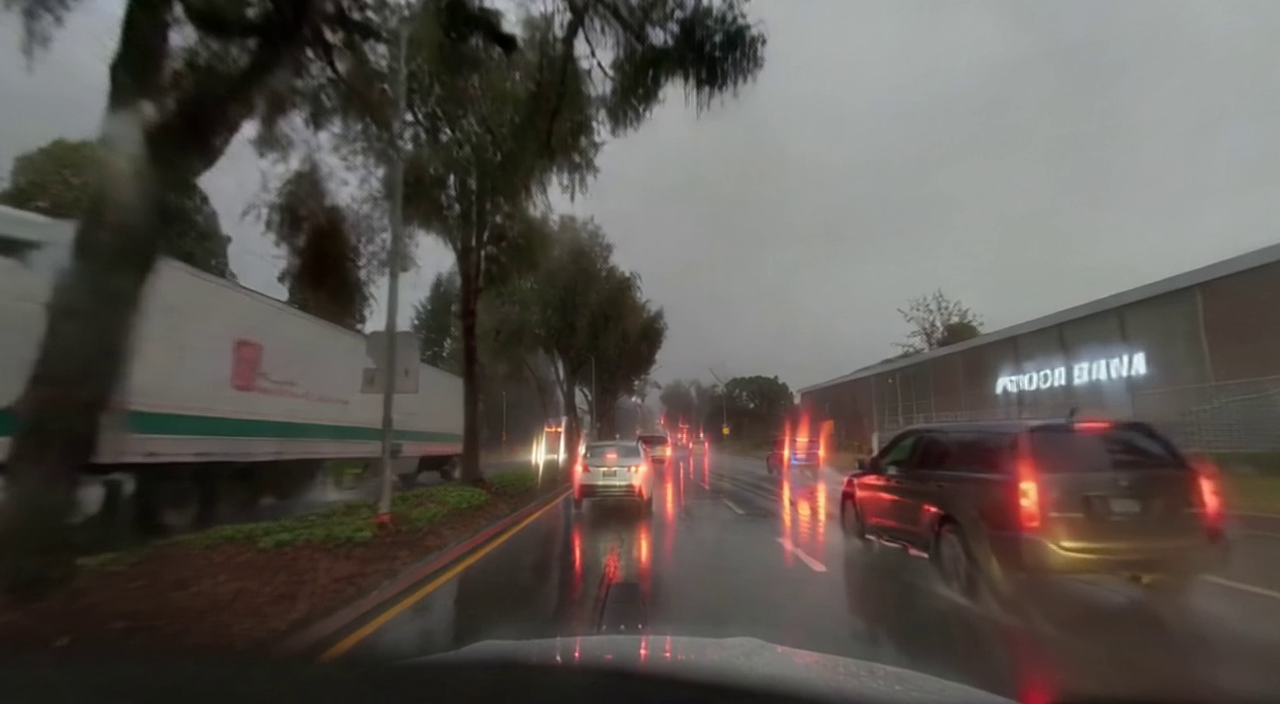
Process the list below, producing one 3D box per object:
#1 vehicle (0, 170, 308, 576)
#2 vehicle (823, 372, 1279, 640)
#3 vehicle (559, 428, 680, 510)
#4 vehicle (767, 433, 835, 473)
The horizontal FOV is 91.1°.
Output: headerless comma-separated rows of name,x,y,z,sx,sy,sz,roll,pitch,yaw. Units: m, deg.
vehicle,-8.198,0.549,8.757,3.021,4.215,7.024,0,-9,1
vehicle,3.635,1.350,6.484,2.090,1.763,4.560,0,-9,0
vehicle,-0.404,2.545,14.071,2.315,1.563,4.080,0,-9,0
vehicle,7.693,4.873,30.437,2.090,1.768,4.407,0,-9,0
